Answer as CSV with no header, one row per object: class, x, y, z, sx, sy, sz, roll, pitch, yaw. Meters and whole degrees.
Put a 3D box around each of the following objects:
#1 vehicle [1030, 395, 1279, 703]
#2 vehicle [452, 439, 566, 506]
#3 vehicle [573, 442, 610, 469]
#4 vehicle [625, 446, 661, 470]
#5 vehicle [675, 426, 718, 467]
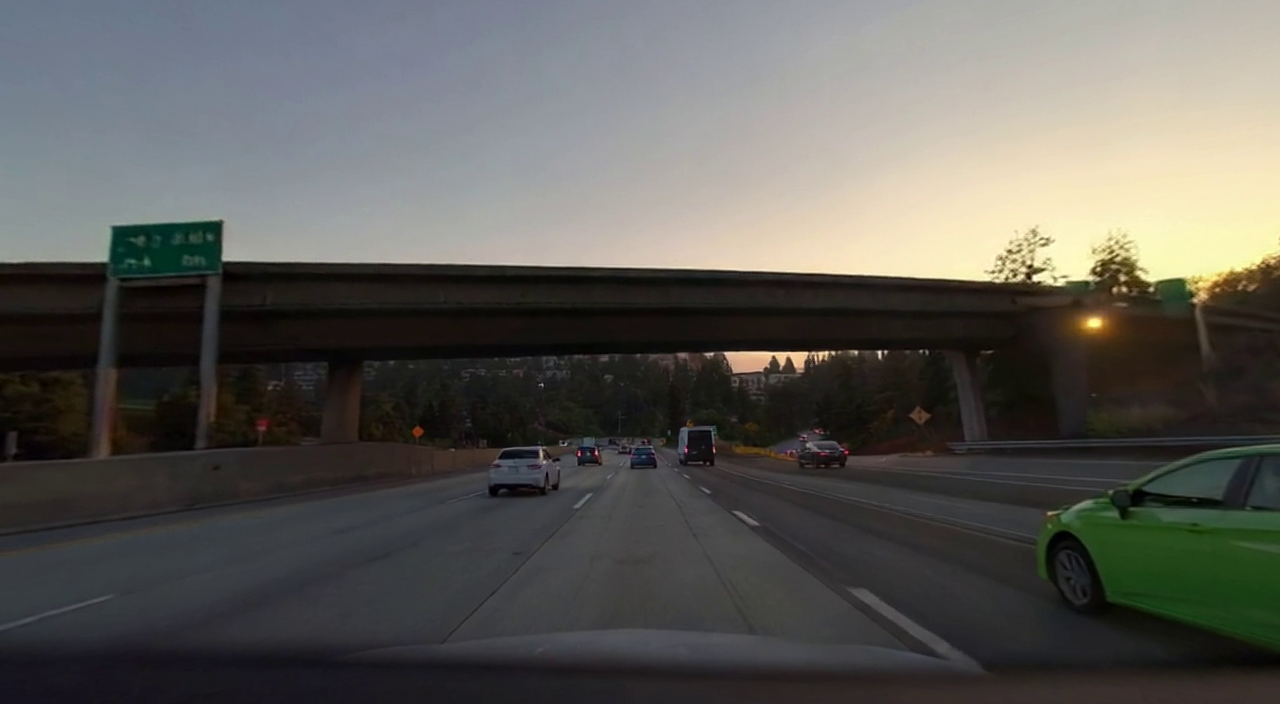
vehicle,3.954,0.905,2.361,2.085,1.558,4.466,0,-9,0
vehicle,-3.352,3.175,17.020,2.137,1.562,3.926,-1,-8,1
vehicle,-3.224,7.017,42.759,2.078,1.706,4.298,-1,-9,1
vehicle,0.189,6.756,40.425,2.174,1.467,4.005,0,-8,0
vehicle,3.972,6.874,45.757,2.436,2.745,6.607,0,-9,-1
